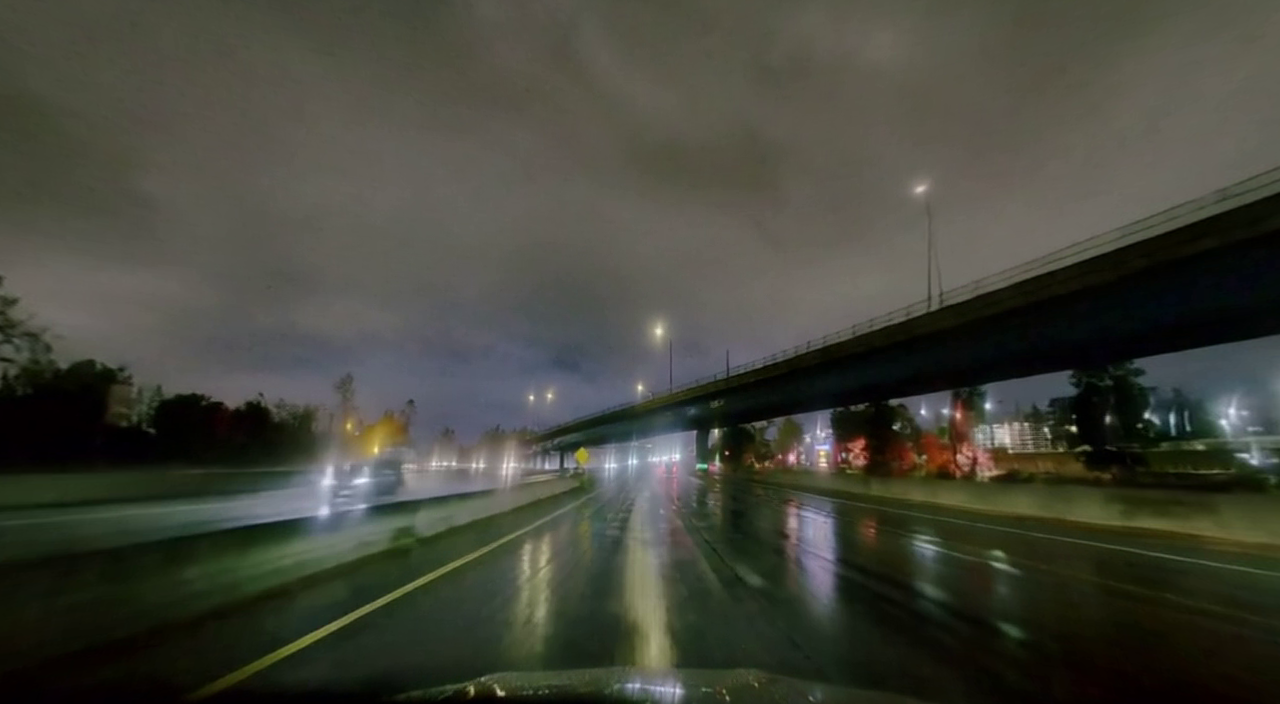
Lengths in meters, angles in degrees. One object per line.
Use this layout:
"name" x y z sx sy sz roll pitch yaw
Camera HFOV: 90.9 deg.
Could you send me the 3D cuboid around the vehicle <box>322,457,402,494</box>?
"vehicle" -13.320 5.956 30.461 1.873 1.606 4.212 1 -10 0
